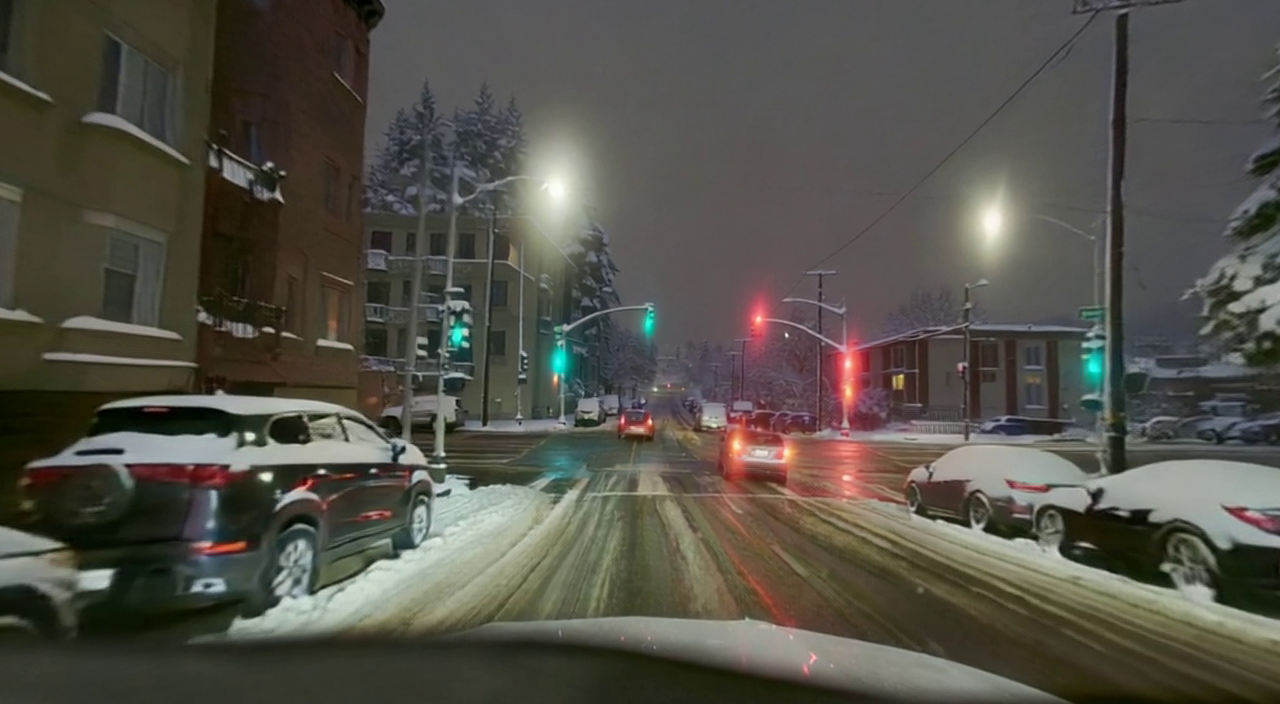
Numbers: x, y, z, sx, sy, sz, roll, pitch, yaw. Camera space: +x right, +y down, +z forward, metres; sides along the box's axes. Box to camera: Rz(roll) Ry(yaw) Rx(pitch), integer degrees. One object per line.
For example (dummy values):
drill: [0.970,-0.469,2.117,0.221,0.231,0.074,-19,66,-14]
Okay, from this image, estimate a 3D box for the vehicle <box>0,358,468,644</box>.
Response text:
vehicle: [-3.539,1.325,6.600,2.016,1.885,4.723,0,-9,1]

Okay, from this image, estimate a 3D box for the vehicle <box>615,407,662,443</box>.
vehicle: [-0.036,3.217,27.963,1.923,1.460,3.923,0,-6,1]

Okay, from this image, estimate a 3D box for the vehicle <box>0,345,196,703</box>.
vehicle: [-3.509,0.657,1.335,1.922,1.704,4.398,0,-9,-1]

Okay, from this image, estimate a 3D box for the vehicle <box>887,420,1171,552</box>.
vehicle: [6.111,2.137,10.772,1.999,1.752,4.502,0,-9,1]

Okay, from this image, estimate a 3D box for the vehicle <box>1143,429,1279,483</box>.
vehicle: [19.155,3.326,20.268,4.132,1.618,1.978,0,-9,2]

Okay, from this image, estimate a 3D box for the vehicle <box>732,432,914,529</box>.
vehicle: [3.121,2.310,11.955,2.055,1.450,4.676,0,-9,0]

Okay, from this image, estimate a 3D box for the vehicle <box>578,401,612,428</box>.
vehicle: [-2.733,3.938,39.200,1.878,1.521,3.697,0,-9,-1]

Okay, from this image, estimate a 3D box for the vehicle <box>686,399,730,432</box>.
vehicle: [3.834,3.724,36.355,2.093,1.655,4.327,0,-9,1]
